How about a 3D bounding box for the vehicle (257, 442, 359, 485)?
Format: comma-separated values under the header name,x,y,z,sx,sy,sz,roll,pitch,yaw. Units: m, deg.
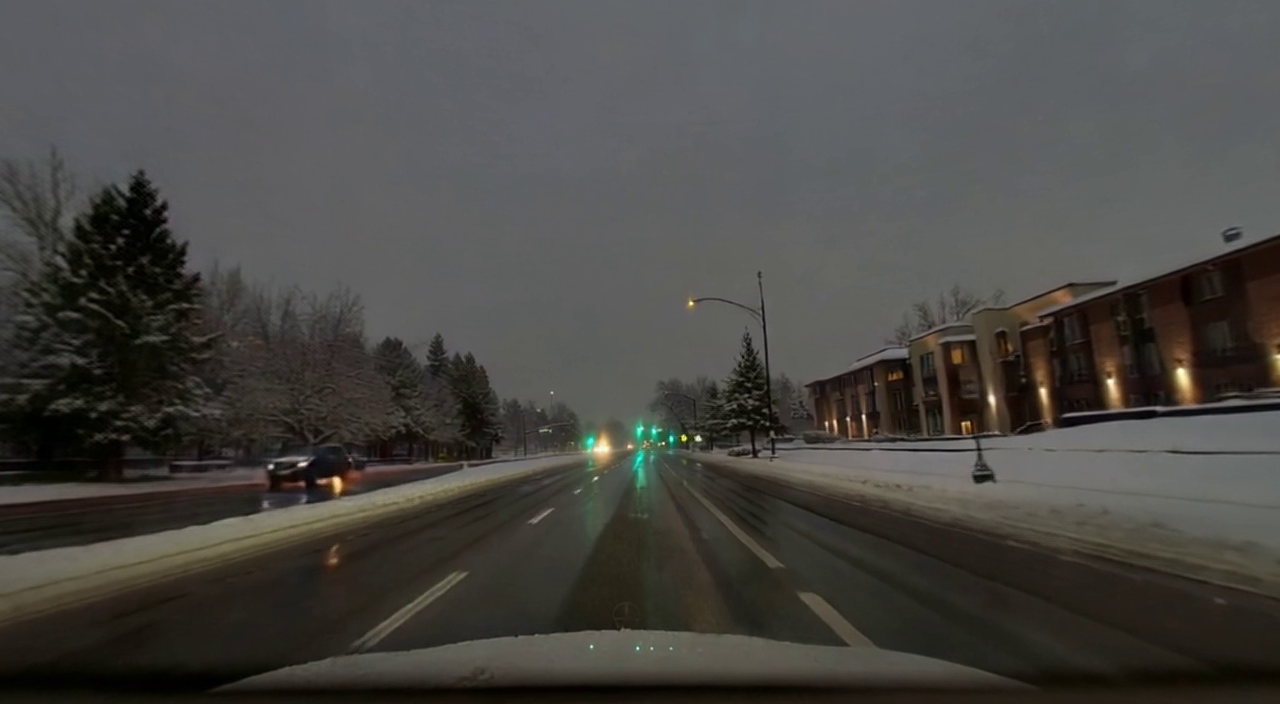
name,x,y,z,sx,sy,sz,roll,pitch,yaw
vehicle,-14.700,4.922,28.142,1.936,1.718,4.643,0,-8,1
